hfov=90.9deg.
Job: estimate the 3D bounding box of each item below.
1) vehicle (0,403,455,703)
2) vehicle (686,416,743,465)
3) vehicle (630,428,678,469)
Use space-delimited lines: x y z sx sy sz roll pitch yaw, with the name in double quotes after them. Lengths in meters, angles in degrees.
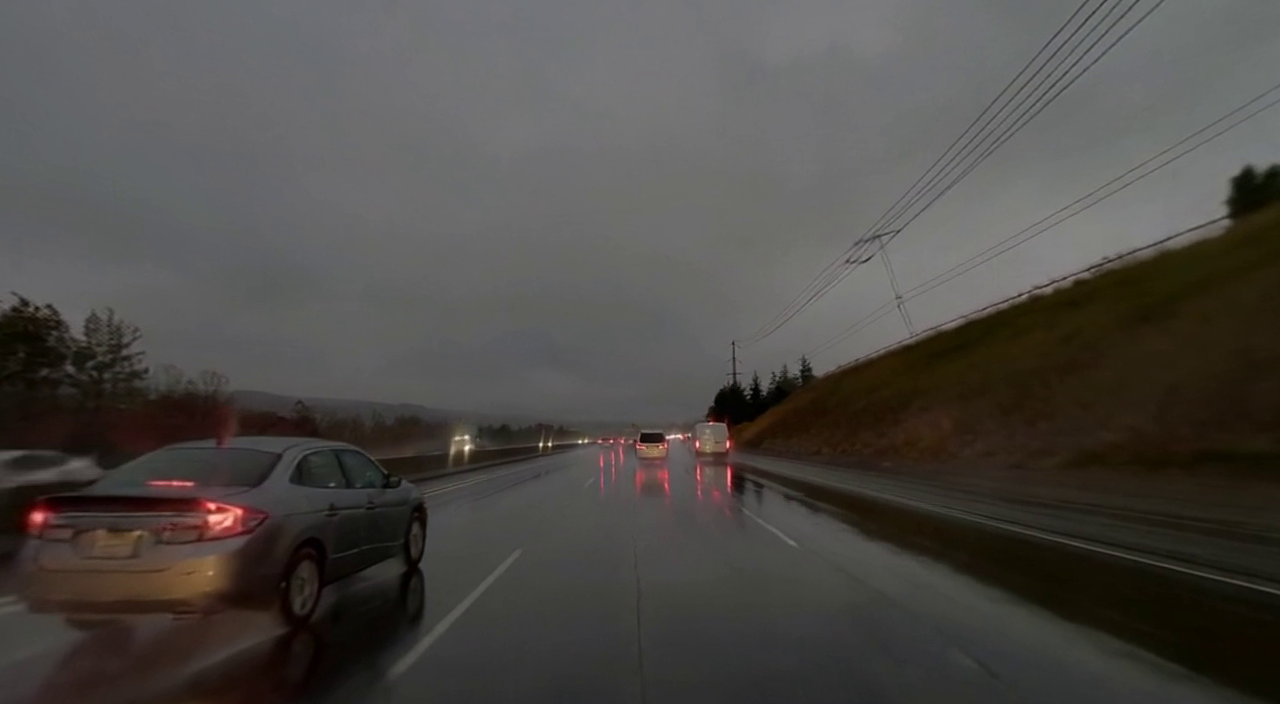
-3.075 1.266 5.093 1.890 1.490 4.202 0 -8 0 "vehicle"
3.887 4.757 34.068 2.348 2.429 5.172 0 -8 -1 "vehicle"
0.594 4.595 30.270 2.159 1.811 4.238 0 -8 -1 "vehicle"
